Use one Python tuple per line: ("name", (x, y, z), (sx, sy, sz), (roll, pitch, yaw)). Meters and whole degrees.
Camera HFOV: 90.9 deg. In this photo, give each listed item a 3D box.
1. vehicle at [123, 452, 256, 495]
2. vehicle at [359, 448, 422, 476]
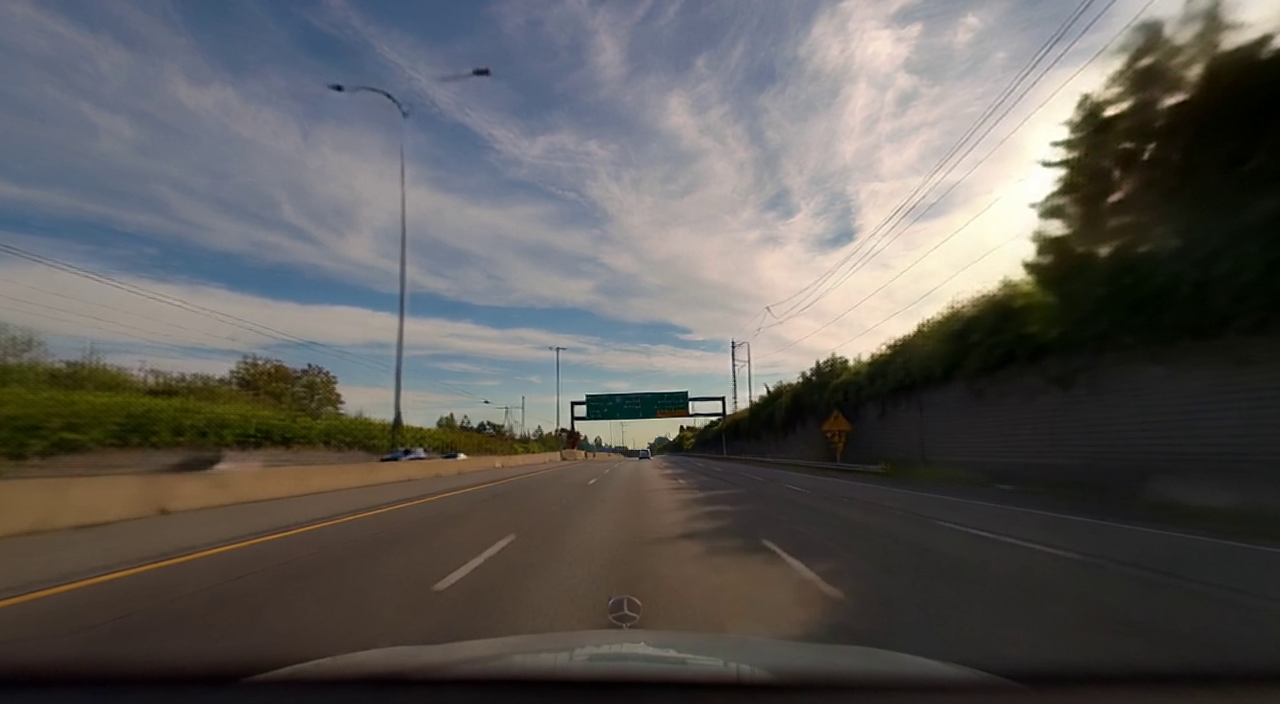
("vehicle", (-16.860, 4.545, 23.887), (1.886, 1.454, 4.241), (0, -9, 0))
("vehicle", (-16.886, 7.454, 42.951), (2.074, 1.779, 5.152), (-1, -9, 2))
